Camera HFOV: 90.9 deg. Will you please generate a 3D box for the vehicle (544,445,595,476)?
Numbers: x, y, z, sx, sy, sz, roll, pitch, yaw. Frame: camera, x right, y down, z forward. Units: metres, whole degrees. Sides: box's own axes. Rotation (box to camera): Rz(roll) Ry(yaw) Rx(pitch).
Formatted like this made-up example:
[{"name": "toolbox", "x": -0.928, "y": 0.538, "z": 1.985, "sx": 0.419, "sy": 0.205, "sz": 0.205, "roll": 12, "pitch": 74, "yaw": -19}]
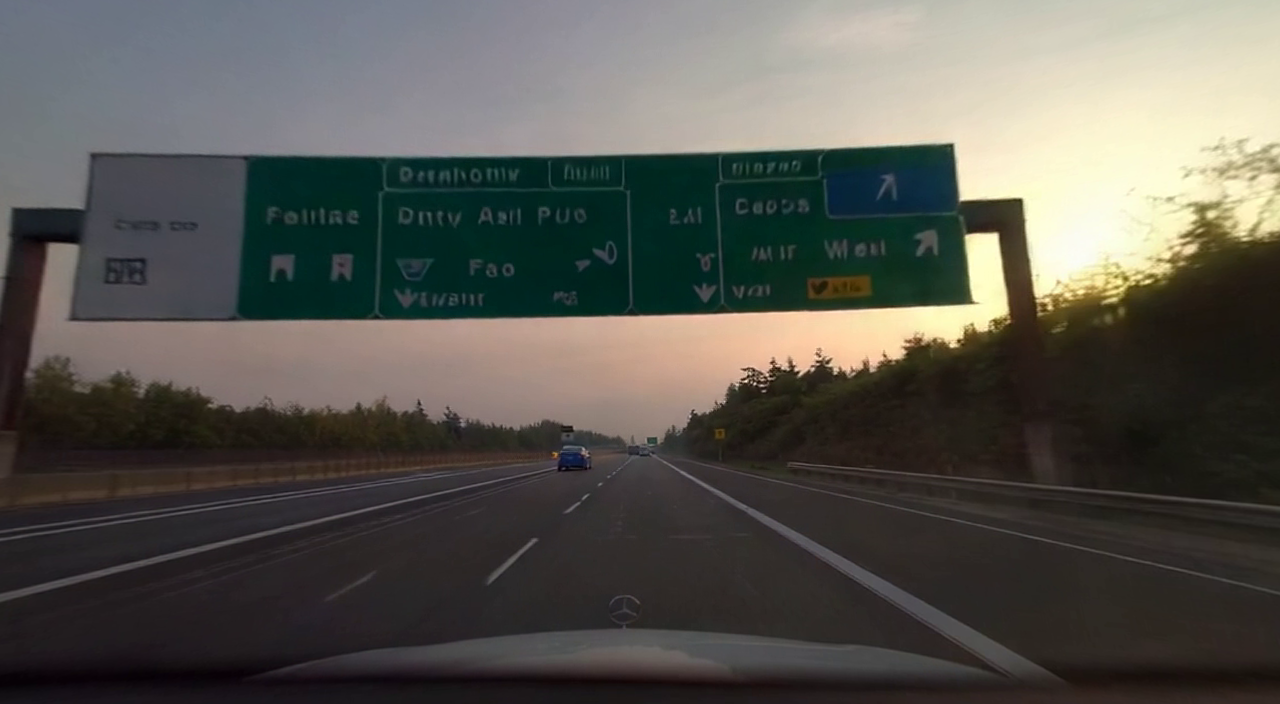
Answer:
[{"name": "vehicle", "x": -3.736, "y": 5.858, "z": 34.222, "sx": 2.160, "sy": 1.552, "sz": 4.592, "roll": 0, "pitch": -9, "yaw": 1}]
